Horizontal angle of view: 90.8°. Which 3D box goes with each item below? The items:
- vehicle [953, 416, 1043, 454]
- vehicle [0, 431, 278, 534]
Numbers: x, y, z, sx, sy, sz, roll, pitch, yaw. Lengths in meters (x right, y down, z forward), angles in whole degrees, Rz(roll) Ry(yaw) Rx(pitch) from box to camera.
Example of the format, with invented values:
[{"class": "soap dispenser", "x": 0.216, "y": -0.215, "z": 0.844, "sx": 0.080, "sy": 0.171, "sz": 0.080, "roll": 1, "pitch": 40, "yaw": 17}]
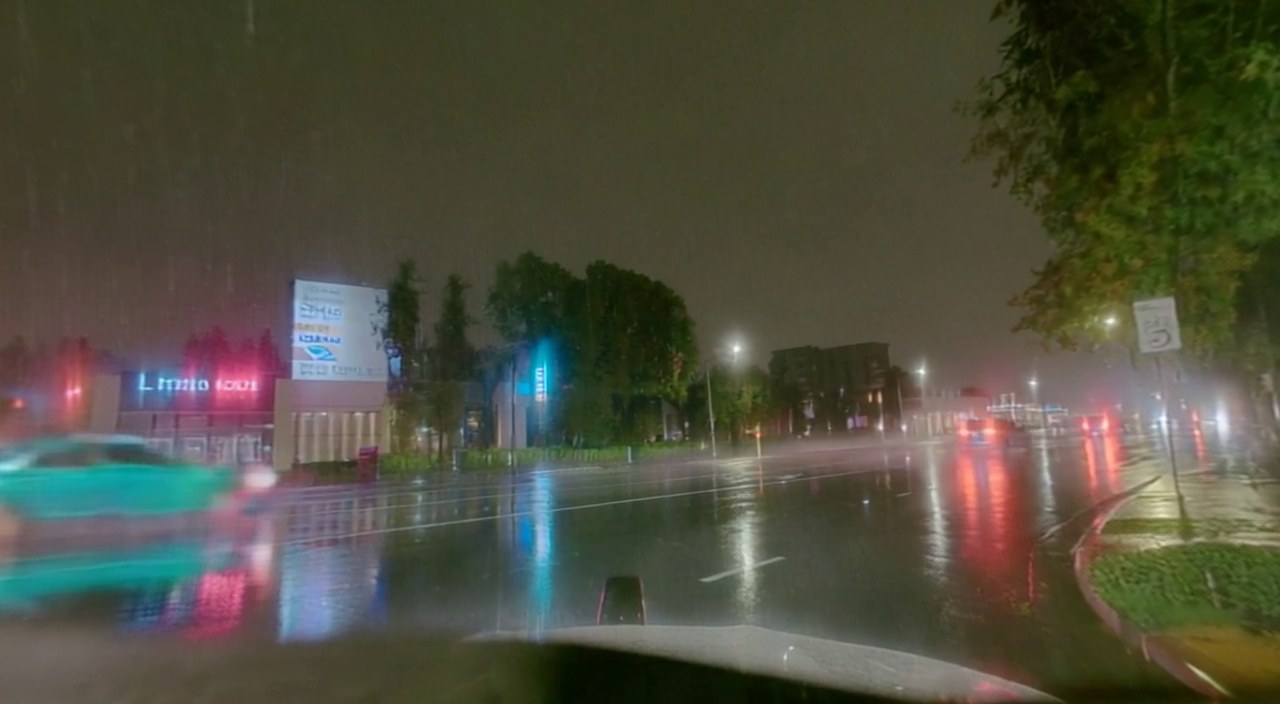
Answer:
[{"class": "vehicle", "x": 15.686, "y": 3.664, "z": 27.603, "sx": 4.182, "sy": 1.536, "sz": 1.885, "roll": 7, "pitch": -11, "yaw": -38}, {"class": "vehicle", "x": -8.899, "y": 2.112, "z": 10.688, "sx": 4.415, "sy": 1.464, "sz": 1.890, "roll": 7, "pitch": -11, "yaw": -41}]
